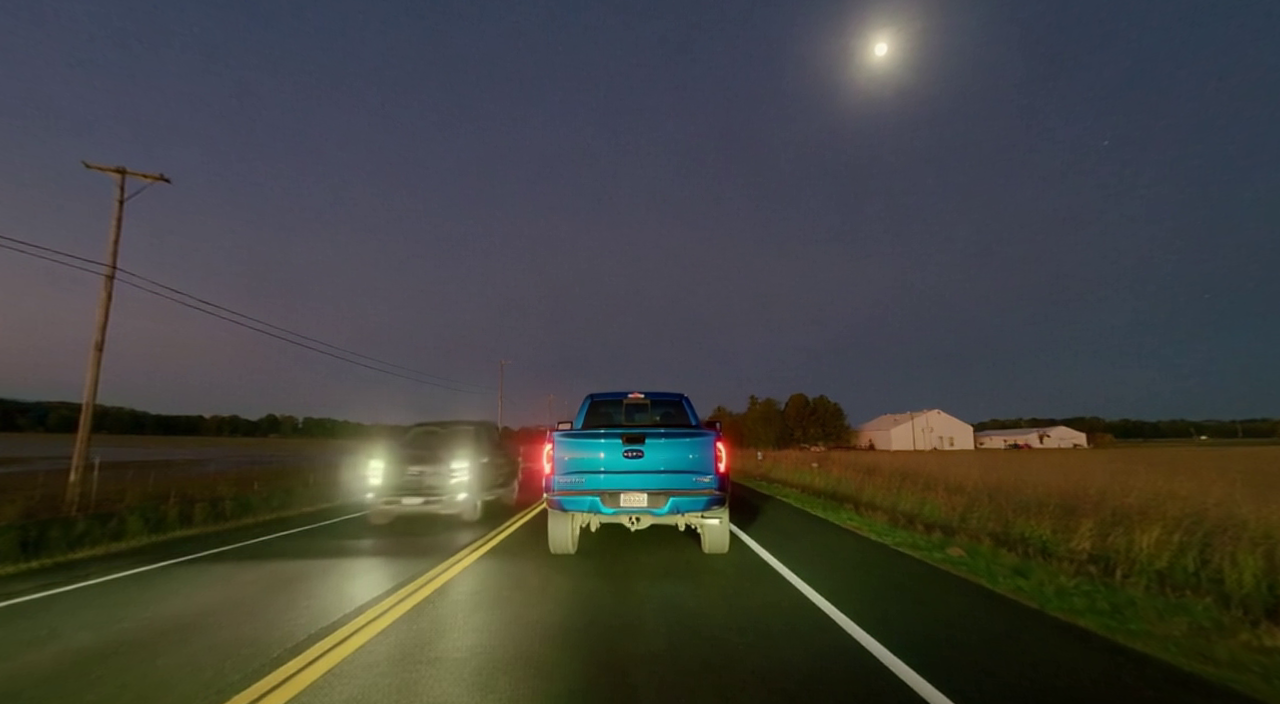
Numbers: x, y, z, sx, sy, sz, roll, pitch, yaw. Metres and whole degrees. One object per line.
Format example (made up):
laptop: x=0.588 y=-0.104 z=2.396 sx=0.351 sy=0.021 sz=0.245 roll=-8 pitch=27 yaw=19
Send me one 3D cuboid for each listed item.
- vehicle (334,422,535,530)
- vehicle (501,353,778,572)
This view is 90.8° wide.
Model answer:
vehicle: x=-3.836 y=2.455 z=13.236 sx=2.343 sy=1.727 sz=5.684 roll=0 pitch=-8 yaw=0
vehicle: x=-0.084 y=1.694 z=10.409 sx=2.912 sy=2.320 sz=7.292 roll=0 pitch=-8 yaw=-1
